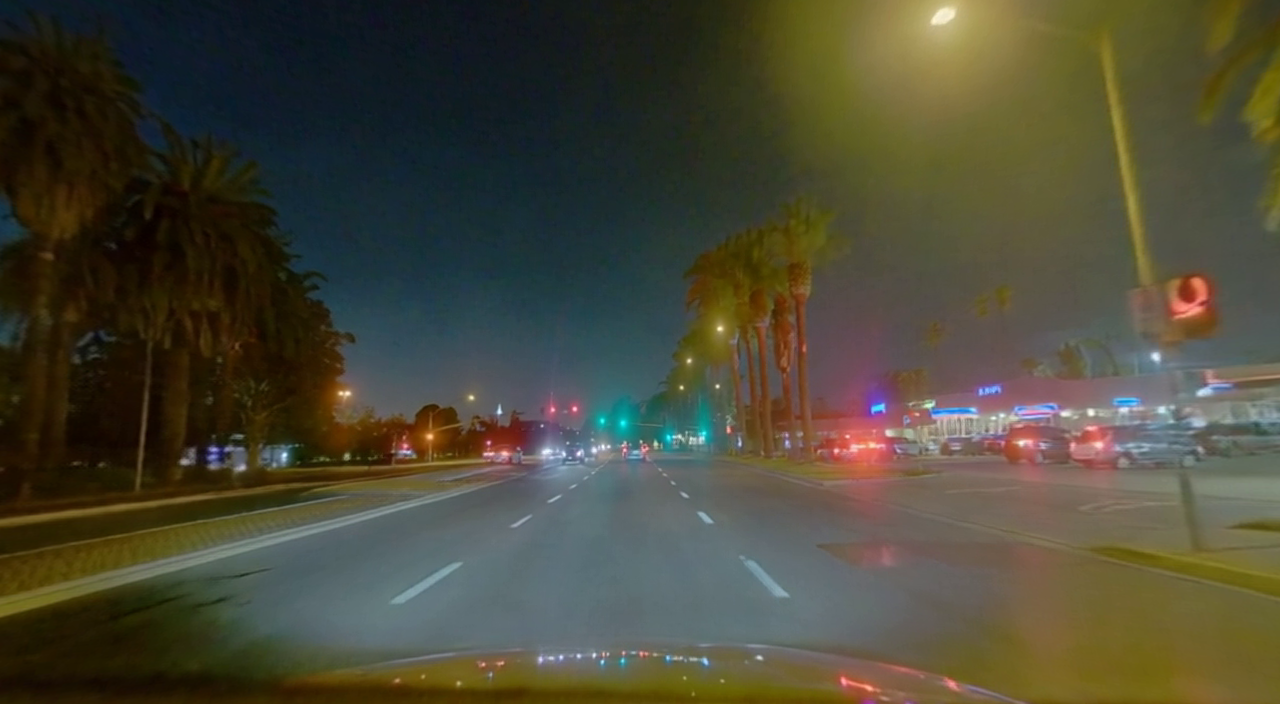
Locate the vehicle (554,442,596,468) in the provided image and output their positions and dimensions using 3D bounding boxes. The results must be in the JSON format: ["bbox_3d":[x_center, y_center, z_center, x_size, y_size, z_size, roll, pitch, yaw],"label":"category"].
[{"bbox_3d":[-3.897,6.277,38.740,2.181,1.483,4.123,0,-9,-1],"label":"vehicle"}]

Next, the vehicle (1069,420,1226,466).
[{"bbox_3d":[20.599,3.759,25.919,4.548,1.741,1.971,-4,-10,25],"label":"vehicle"}]

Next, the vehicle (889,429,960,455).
[{"bbox_3d":[21.366,6.815,47.450,4.600,1.677,1.980,-7,-11,25],"label":"vehicle"}]

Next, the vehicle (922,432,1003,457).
[{"bbox_3d":[21.101,6.083,41.428,4.505,1.584,2.015,-5,-10,27],"label":"vehicle"}]
